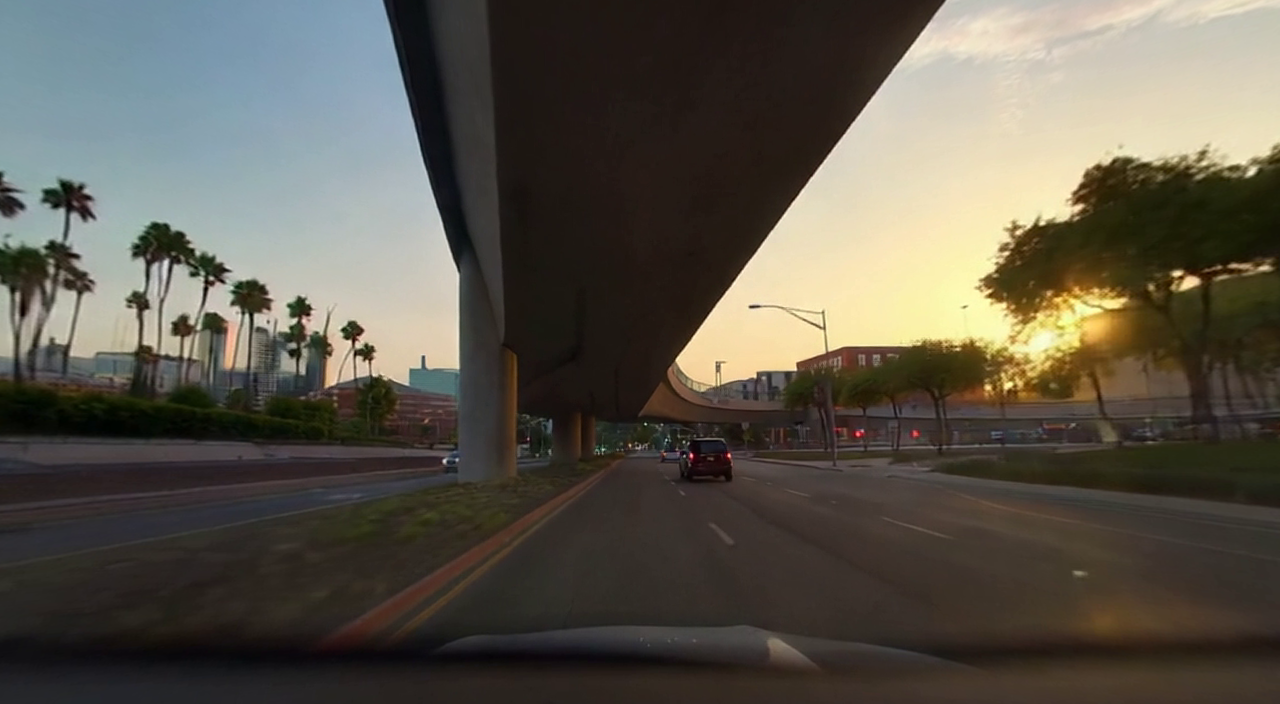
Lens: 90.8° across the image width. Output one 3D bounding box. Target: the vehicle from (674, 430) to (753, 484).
[{"bbox_3d":[2.906,4.360,26.553,2.559,2.017,5.562,0,-9,-1],"label":"vehicle"}]
